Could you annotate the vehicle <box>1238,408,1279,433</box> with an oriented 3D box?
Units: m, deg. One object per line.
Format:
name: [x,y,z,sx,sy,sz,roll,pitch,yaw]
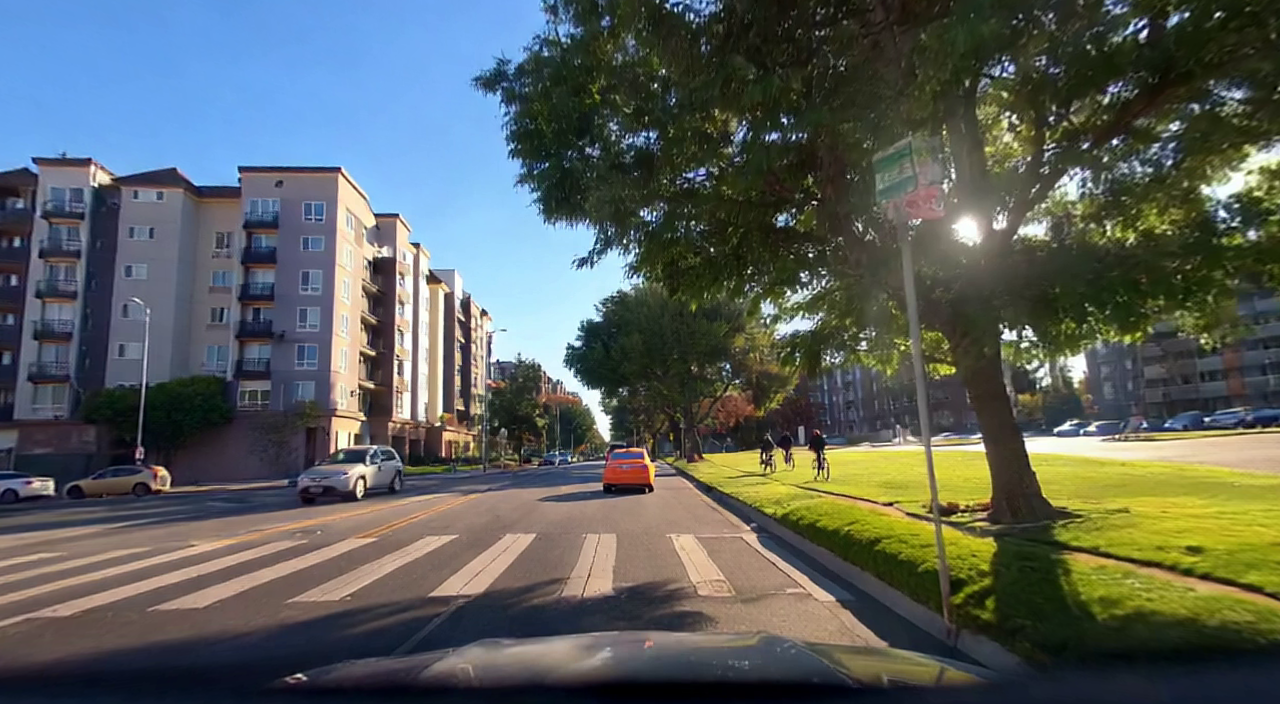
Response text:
vehicle: [49.709,5.386,49.117,4.639,1.752,2.158,3,-9,-15]

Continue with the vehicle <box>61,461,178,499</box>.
vehicle: [-25.568,6.223,31.058,2.038,1.618,4.086,-9,-12,43]

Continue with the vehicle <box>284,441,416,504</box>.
vehicle: [-9.106,3.799,20.279,2.126,1.780,4.279,-1,-9,1]

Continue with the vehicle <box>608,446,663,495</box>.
vehicle: [-0.162,3.717,19.639,1.559,1.351,2.452,-2,-12,-2]
